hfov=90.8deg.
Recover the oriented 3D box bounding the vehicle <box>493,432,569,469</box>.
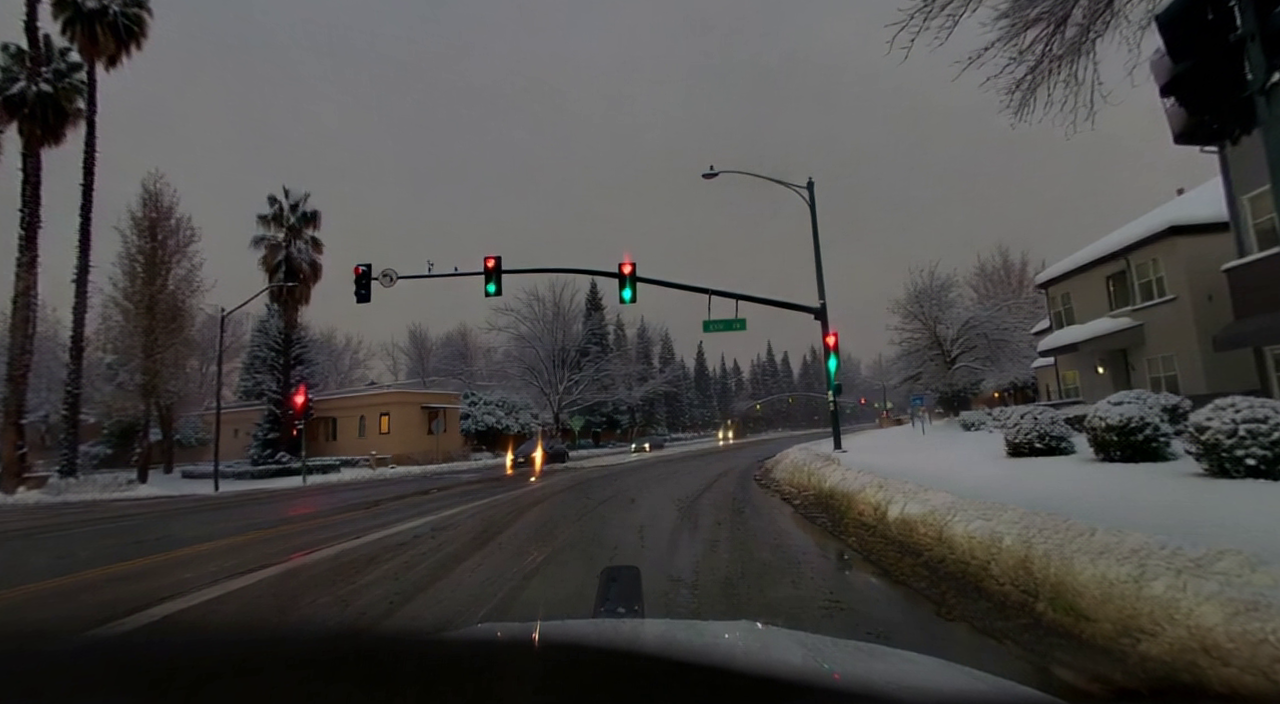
[{"bbox_3d":[-5.684,5.235,33.642,2.181,1.792,4.648,-3,-9,16],"label":"vehicle"}]
